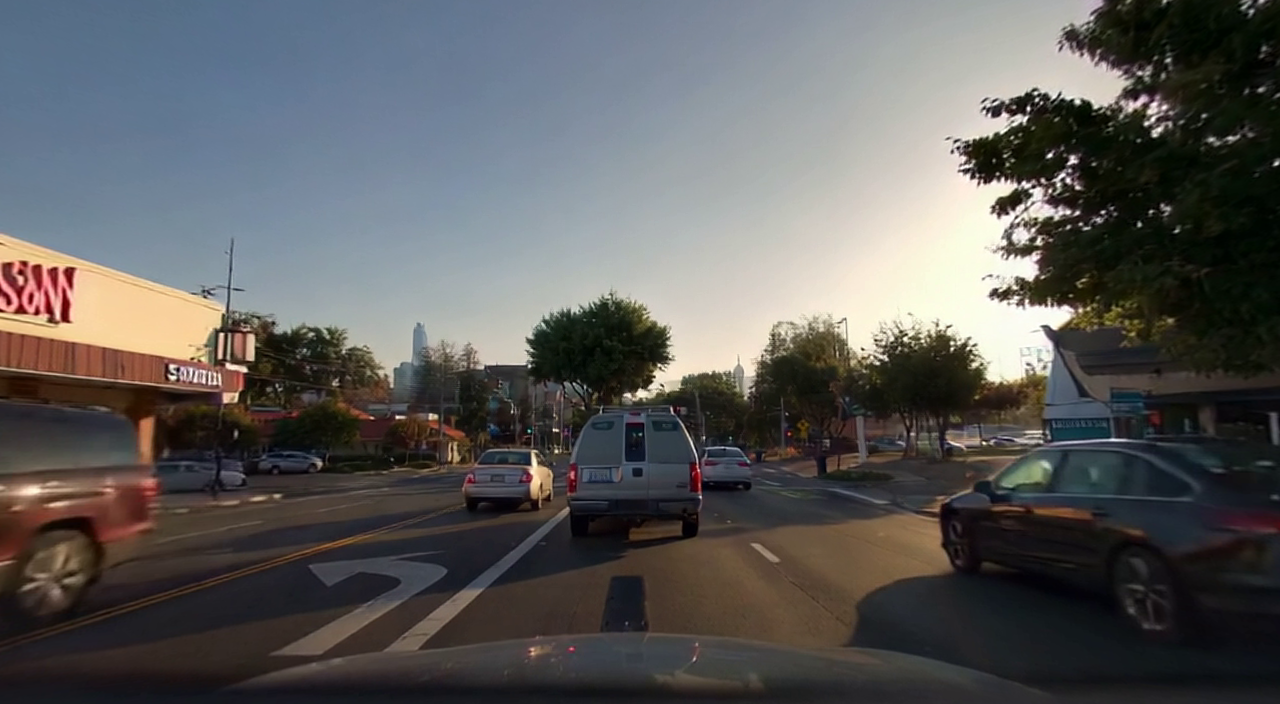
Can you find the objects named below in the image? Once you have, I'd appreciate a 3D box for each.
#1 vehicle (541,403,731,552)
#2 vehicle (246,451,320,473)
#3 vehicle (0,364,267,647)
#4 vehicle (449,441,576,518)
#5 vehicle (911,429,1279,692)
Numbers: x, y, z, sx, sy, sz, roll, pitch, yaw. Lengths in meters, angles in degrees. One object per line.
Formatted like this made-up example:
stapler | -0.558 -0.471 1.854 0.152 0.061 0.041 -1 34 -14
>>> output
vehicle | -0.077 2.159 11.550 2.638 2.065 5.313 0 -9 0
vehicle | -27.318 8.449 48.324 4.458 1.608 2.051 0 -9 2
vehicle | -6.425 1.179 4.870 3.233 2.097 6.390 0 -9 -1
vehicle | -2.855 2.965 15.270 1.975 1.570 4.456 0 -9 2
vehicle | 4.749 1.608 6.254 1.994 1.545 4.919 0 -9 1
